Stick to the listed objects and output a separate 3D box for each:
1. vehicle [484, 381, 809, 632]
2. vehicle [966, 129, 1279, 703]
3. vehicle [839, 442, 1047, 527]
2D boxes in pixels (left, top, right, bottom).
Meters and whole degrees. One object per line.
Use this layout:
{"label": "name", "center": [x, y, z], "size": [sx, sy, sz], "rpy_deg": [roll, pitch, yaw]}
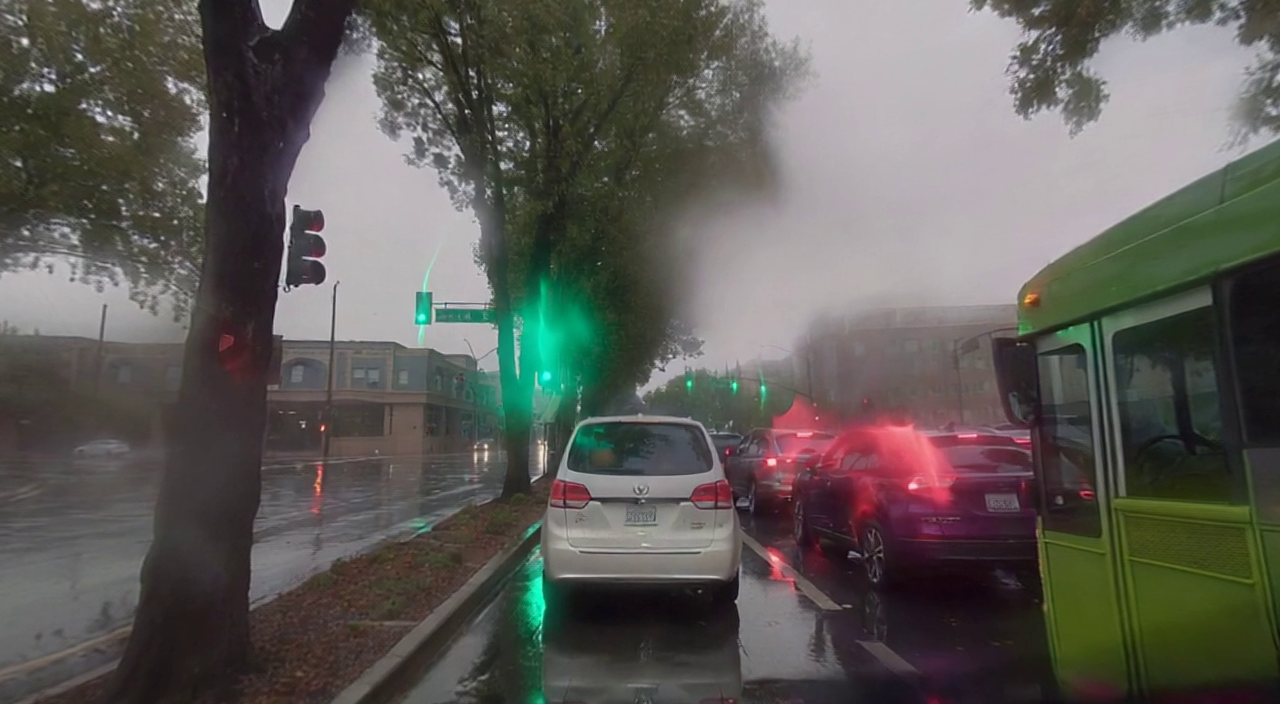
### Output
{"label": "vehicle", "center": [0.021, 1.475, 7.009], "size": [2.381, 1.842, 4.603], "rpy_deg": [0, -8, -1]}
{"label": "vehicle", "center": [2.617, 0.318, 0.427], "size": [2.037, 2.065, 5.037], "rpy_deg": [0, -8, 0]}
{"label": "vehicle", "center": [5.992, 2.638, 13.223], "size": [1.987, 1.457, 4.675], "rpy_deg": [0, -8, -1]}
